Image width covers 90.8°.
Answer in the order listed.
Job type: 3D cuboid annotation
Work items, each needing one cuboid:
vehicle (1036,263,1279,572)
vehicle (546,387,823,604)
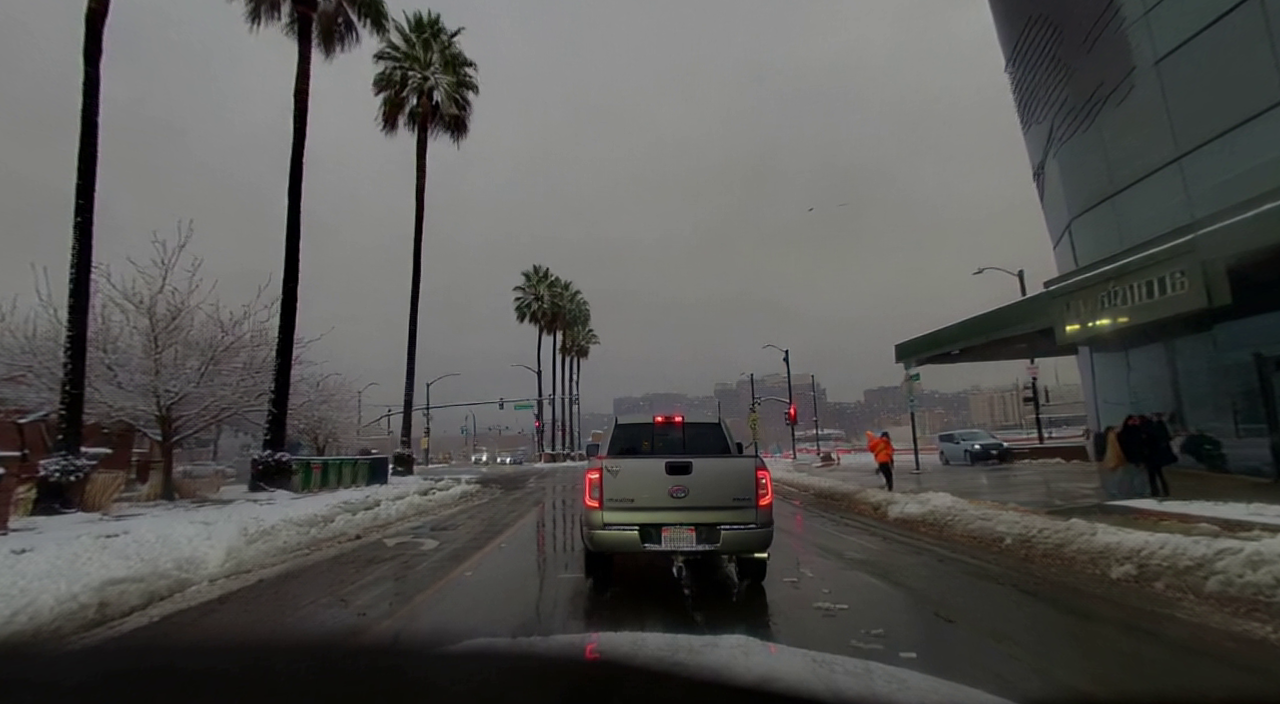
[{"bbox_3d":[7.871,0.906,8.580,2.666,3.345,3.622,-1,-9,7],"label":"vehicle"},{"bbox_3d":[0.407,1.595,8.010,2.311,1.819,5.255,0,-8,1],"label":"vehicle"}]
